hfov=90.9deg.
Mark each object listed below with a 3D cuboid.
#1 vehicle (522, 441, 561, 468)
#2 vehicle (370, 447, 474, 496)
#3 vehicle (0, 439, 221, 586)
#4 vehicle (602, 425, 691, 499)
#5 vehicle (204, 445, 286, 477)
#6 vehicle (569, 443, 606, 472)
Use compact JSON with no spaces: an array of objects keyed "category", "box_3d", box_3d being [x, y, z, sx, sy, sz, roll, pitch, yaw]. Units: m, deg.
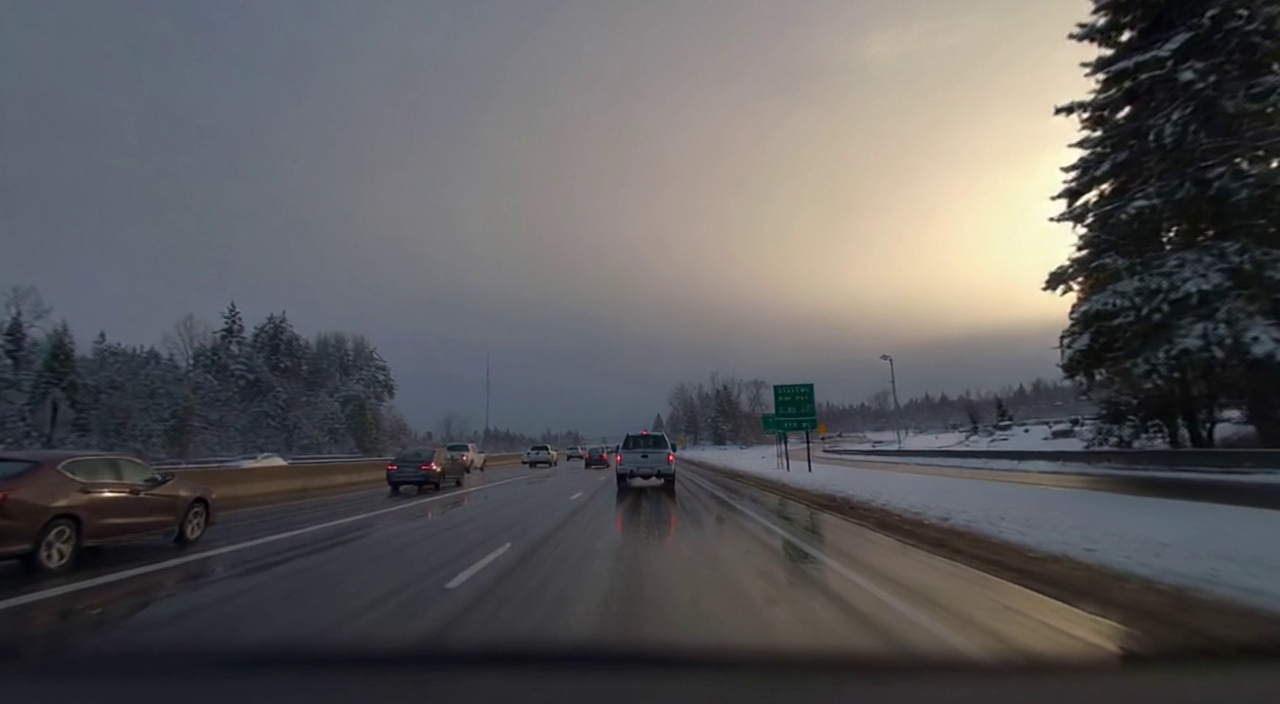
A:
[{"category":"vehicle","box_3d":[-7.226,7.593,46.799,2.106,1.816,4.936,0,-9,0]},{"category":"vehicle","box_3d":[-7.099,3.907,21.019,1.869,1.466,4.217,0,-9,1]},{"category":"vehicle","box_3d":[-7.358,1.785,7.432,1.864,1.458,4.295,0,-9,0]},{"category":"vehicle","box_3d":[0.183,3.003,17.439,2.152,1.779,3.924,0,-9,1]},{"category":"vehicle","box_3d":[-24.808,6.847,39.812,2.180,1.827,4.563,0,-9,0]},{"category":"vehicle","box_3d":[-3.209,6.549,39.362,1.952,1.649,4.131,0,-9,1]}]
